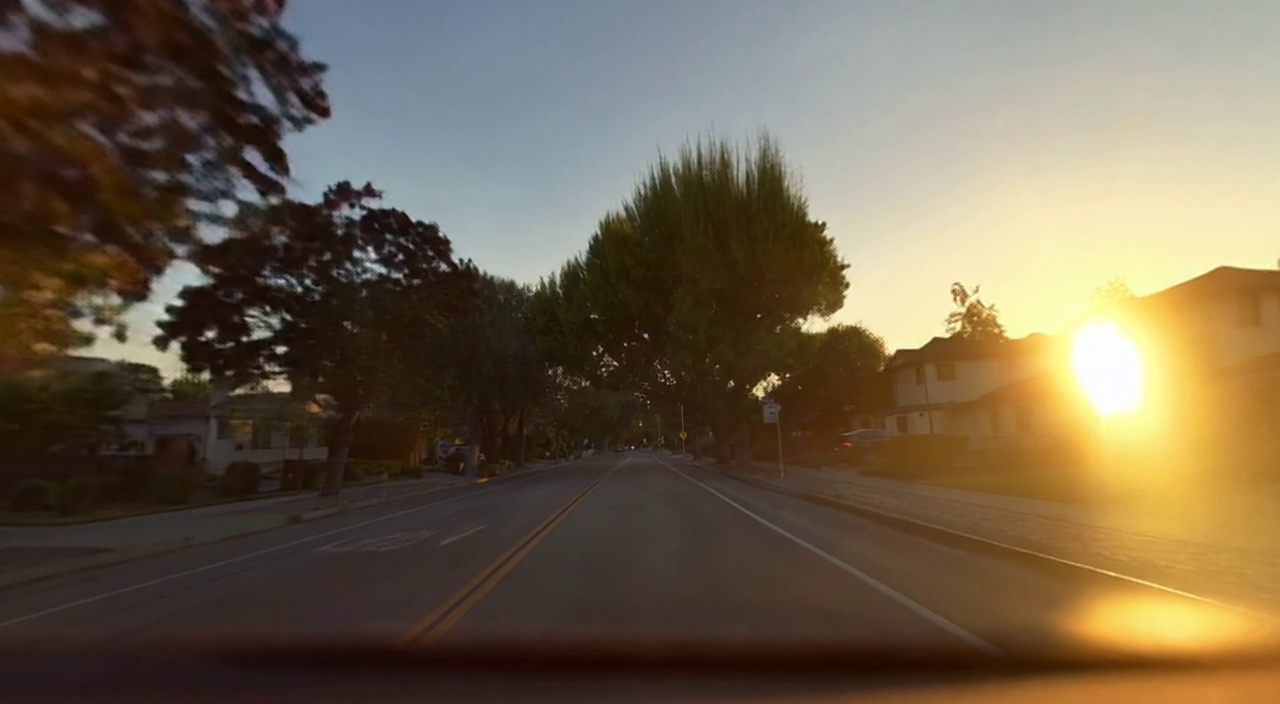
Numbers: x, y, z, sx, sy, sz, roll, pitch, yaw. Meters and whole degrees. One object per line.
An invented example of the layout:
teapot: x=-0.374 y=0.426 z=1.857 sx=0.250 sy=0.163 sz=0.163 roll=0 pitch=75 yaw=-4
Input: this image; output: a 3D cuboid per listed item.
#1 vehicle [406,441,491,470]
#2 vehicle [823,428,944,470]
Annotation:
vehicle: x=-12.665 y=6.880 z=41.967 sx=4.928 sy=1.848 sz=2.041 roll=0 pitch=-9 yaw=0
vehicle: x=10.513 y=4.224 z=27.569 sx=4.449 sy=1.765 sz=1.917 roll=-1 pitch=-9 yaw=3
